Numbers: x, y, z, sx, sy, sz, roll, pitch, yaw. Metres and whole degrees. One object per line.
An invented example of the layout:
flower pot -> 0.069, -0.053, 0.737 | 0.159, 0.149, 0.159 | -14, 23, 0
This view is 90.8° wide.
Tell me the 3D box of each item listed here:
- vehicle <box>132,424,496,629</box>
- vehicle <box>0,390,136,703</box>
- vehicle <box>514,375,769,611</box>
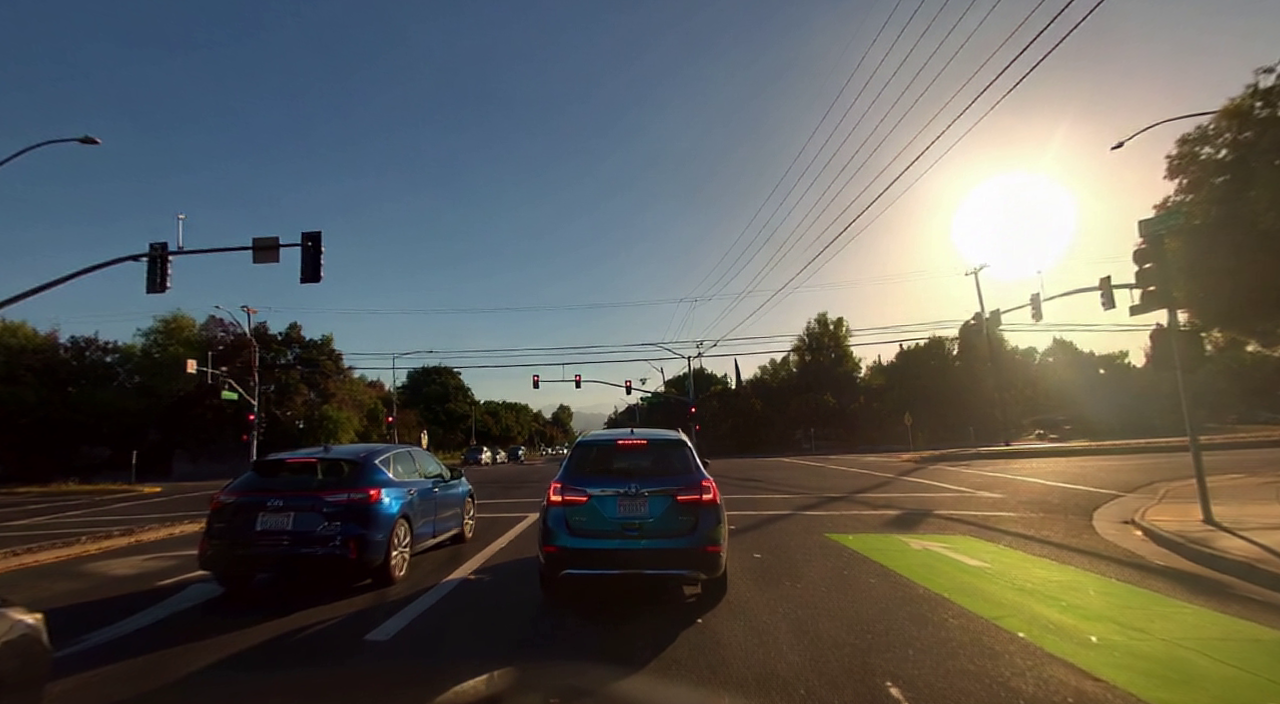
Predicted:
vehicle -> -2.903, 1.632, 6.740 | 1.726, 1.506, 3.840 | 0, -9, 1
vehicle -> -3.468, 0.606, 0.286 | 2.138, 1.488, 5.327 | 0, -8, 0
vehicle -> -0.021, 1.562, 7.751 | 2.036, 1.885, 5.196 | 0, -9, -1
